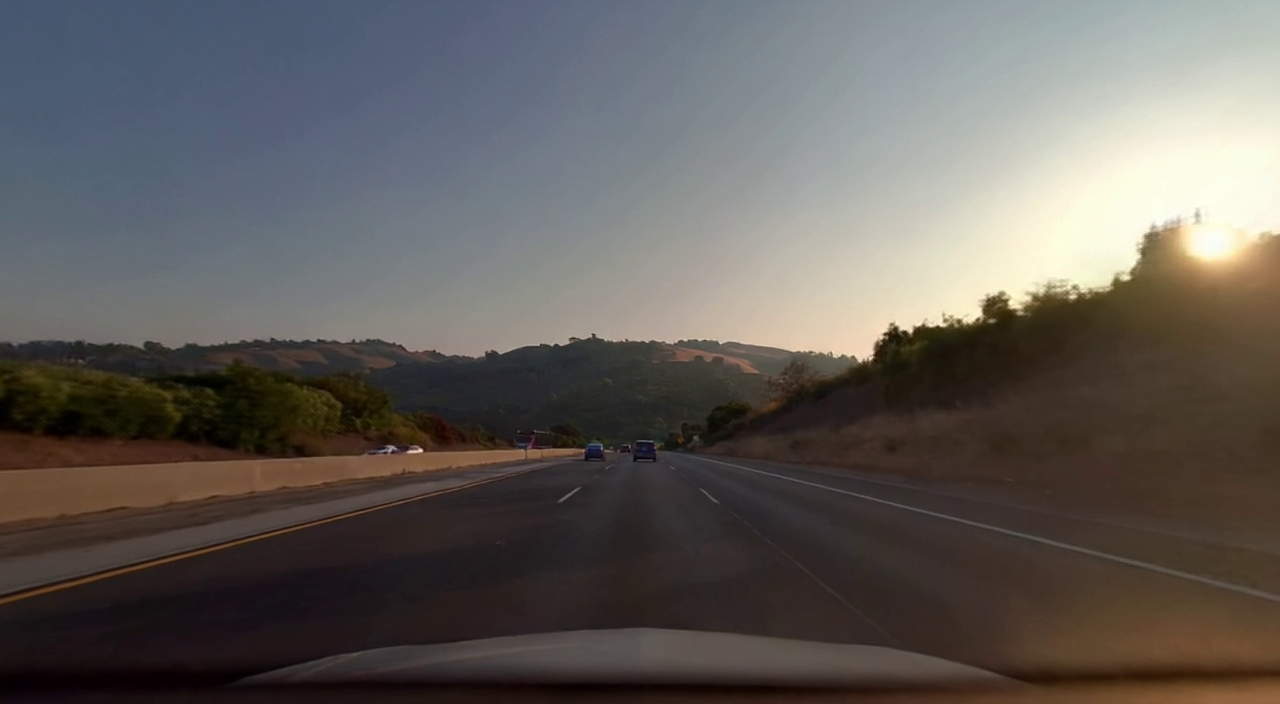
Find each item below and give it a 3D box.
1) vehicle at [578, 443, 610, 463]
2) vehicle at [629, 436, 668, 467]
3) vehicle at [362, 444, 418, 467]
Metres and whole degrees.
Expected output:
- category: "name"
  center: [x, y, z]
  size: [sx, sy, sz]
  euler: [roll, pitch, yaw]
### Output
- category: "vehicle"
  center: [-3.516, 7.875, 48.962]
  size: [2.082, 1.485, 4.237]
  euler: [0, -8, 1]
- category: "vehicle"
  center: [0.490, 6.239, 39.510]
  size: [2.272, 1.836, 4.866]
  euler: [0, -8, 0]
- category: "vehicle"
  center: [-17.557, 7.267, 44.327]
  size: [1.939, 1.540, 4.874]
  euler: [0, -8, 0]
